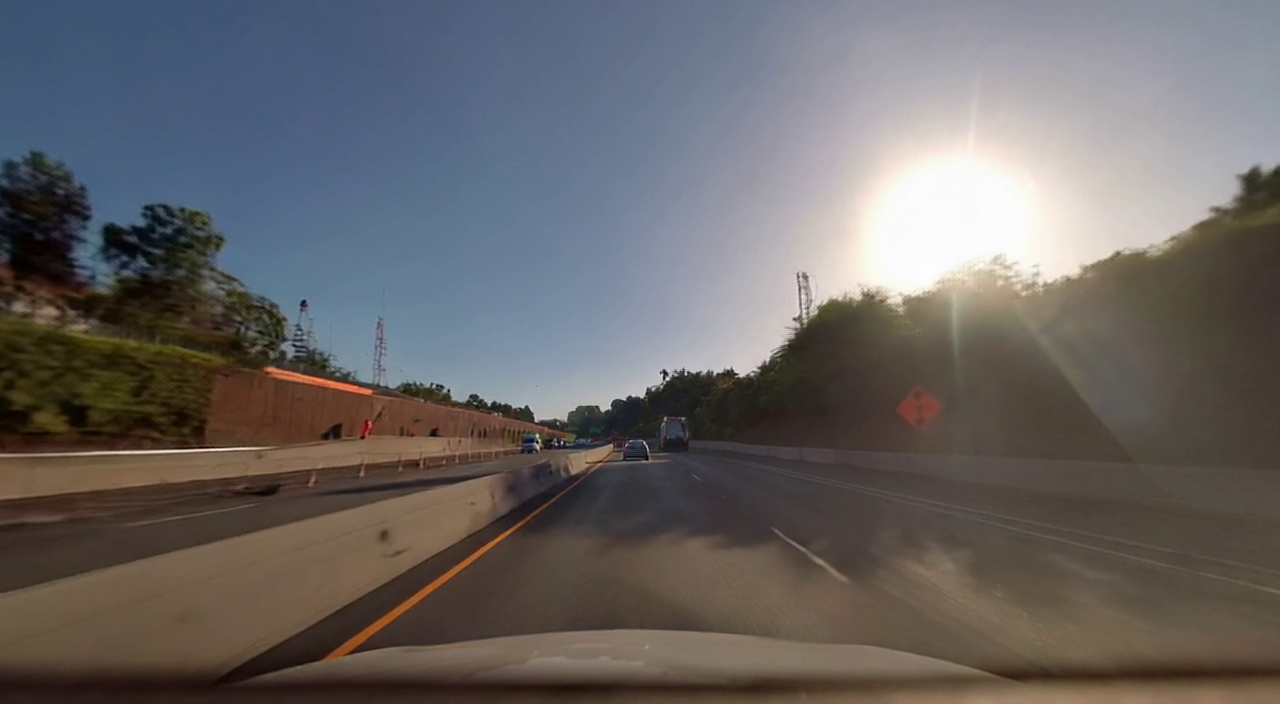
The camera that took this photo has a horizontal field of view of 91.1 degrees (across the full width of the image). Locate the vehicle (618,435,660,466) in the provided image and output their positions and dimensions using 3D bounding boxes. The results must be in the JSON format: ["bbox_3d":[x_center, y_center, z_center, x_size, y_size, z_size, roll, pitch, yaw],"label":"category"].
[{"bbox_3d":[-0.047,5.006,32.180,2.004,1.472,4.075,0,-8,0],"label":"vehicle"}]
